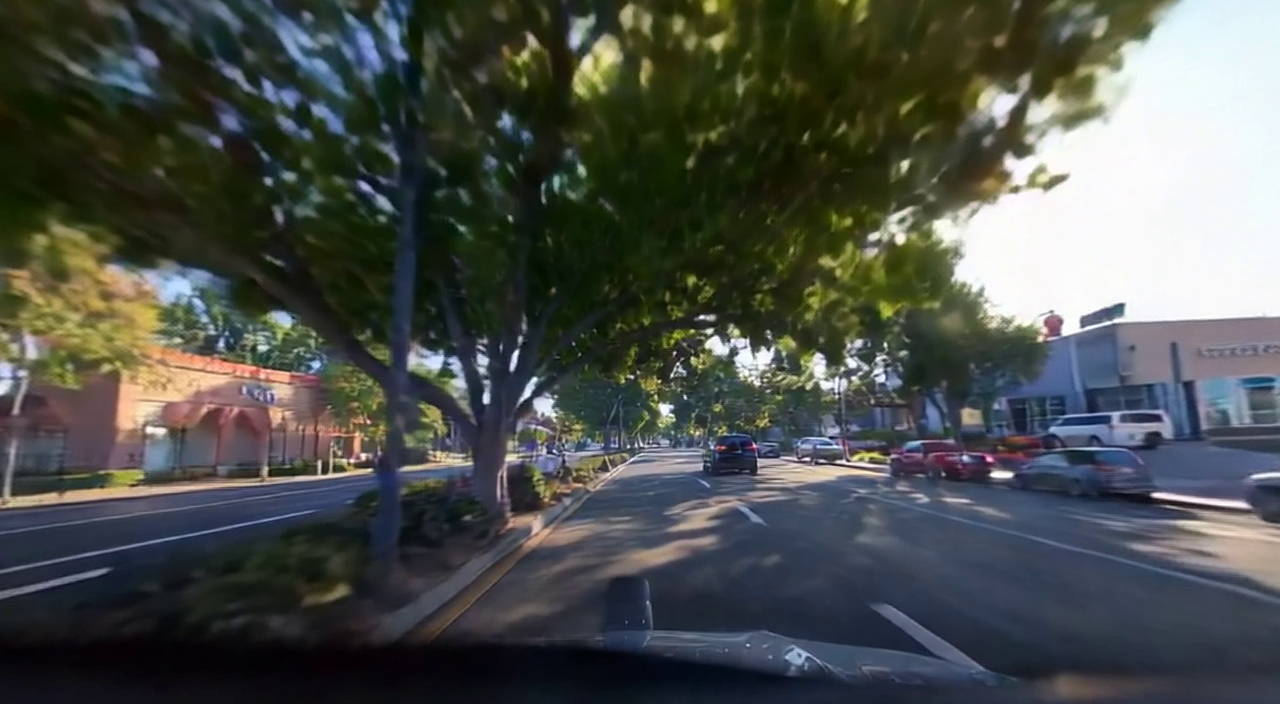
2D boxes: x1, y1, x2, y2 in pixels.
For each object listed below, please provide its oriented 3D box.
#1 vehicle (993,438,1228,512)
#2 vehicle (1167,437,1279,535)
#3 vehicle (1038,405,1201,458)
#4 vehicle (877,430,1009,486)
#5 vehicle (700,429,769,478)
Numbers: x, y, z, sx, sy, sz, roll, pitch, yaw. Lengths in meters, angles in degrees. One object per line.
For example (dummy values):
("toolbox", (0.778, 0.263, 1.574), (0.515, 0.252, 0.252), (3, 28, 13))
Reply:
("vehicle", (10.742, 2.808, 14.983), (1.893, 1.467, 4.760), (0, -8, 0))
("vehicle", (10.532, 1.962, 9.162), (1.853, 1.458, 4.480), (0, -8, 0))
("vehicle", (19.650, 3.370, 26.337), (2.175, 1.965, 5.909), (0, -8, 0))
("vehicle", (10.688, 3.784, 22.792), (2.247, 1.799, 5.025), (0, -8, -1))
("vehicle", (3.870, 4.250, 26.621), (2.183, 1.845, 4.482), (0, -8, -1))
